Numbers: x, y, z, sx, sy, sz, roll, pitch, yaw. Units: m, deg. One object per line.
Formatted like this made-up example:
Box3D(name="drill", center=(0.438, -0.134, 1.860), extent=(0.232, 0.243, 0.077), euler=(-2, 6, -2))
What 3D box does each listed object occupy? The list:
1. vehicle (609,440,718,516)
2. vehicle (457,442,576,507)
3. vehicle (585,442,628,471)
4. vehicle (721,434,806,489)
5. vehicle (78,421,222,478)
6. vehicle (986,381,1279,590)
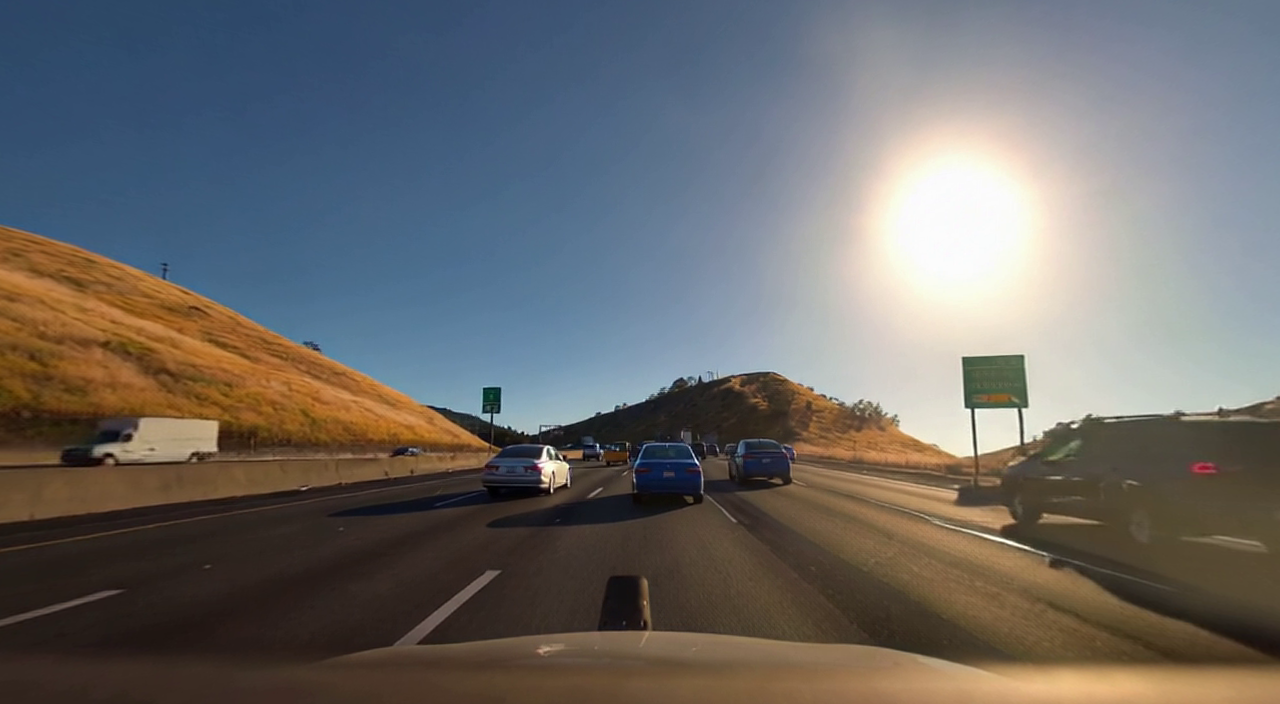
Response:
Box3D(name="vehicle", center=(0.510, 2.709, 14.071), extent=(2.072, 1.431, 3.904), euler=(0, -9, 2))
Box3D(name="vehicle", center=(-3.015, 3.090, 16.456), extent=(2.017, 1.446, 4.384), euler=(-1, -9, 3))
Box3D(name="vehicle", center=(-1.936, 6.245, 37.868), extent=(2.034, 1.572, 4.444), euler=(-1, -9, 4))
Box3D(name="vehicle", center=(4.191, 3.794, 22.232), extent=(2.083, 1.693, 4.740), euler=(0, -9, 1))
Box3D(name="vehicle", center=(-27.751, 5.575, 36.207), extent=(2.798, 2.946, 6.499), euler=(-1, -9, 2))
Box3D(name="vehicle", center=(6.802, 1.523, 7.873), extent=(2.210, 1.831, 4.843), euler=(0, -9, 0))
